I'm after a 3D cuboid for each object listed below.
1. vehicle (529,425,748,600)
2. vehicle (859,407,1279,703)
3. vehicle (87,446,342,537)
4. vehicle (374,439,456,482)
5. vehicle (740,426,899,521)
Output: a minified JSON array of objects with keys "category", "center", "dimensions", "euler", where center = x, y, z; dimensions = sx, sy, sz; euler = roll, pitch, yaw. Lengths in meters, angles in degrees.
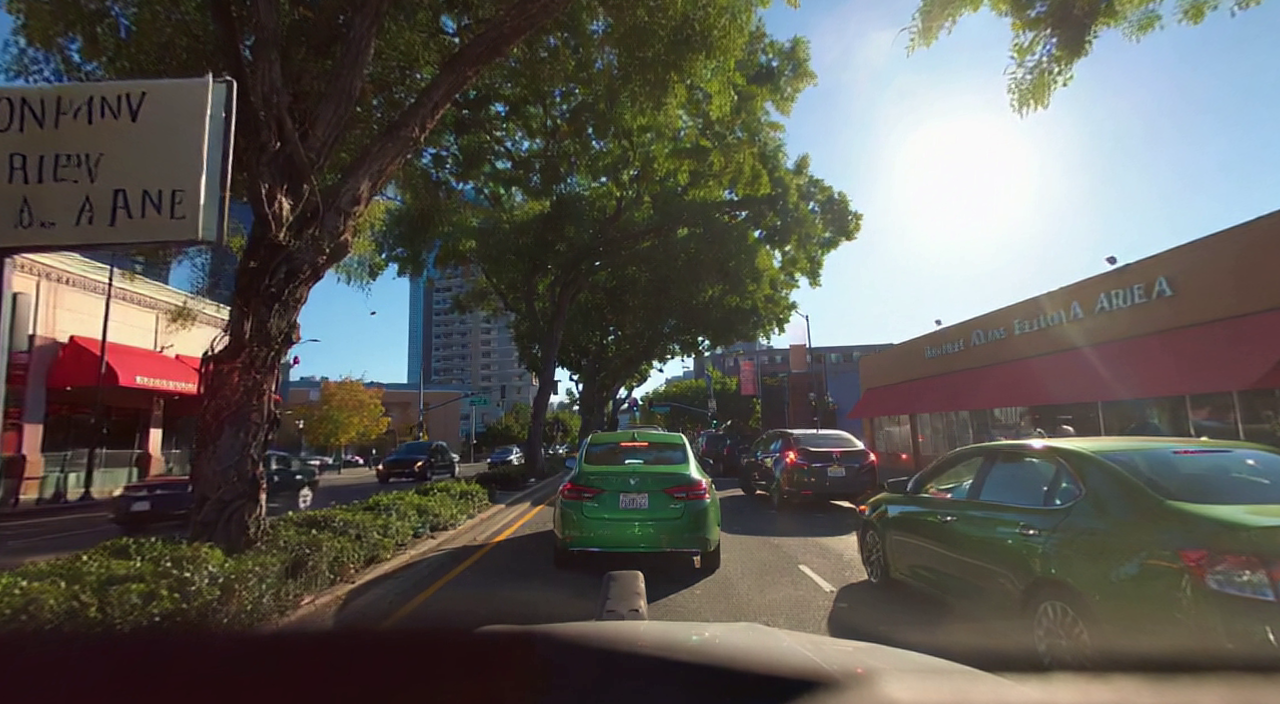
[{"category":"vehicle","center":[-0.022,1.655,7.301],"dimensions":[1.887,1.487,3.535],"euler":[0,-9,0]},{"category":"vehicle","center":[3.302,1.257,4.483],"dimensions":[1.988,1.480,4.195],"euler":[0,-9,0]},{"category":"vehicle","center":[-8.020,2.623,12.555],"dimensions":[2.169,1.477,4.168],"euler":[0,-9,0]},{"category":"vehicle","center":[-10.266,4.968,29.262],"dimensions":[2.060,1.792,5.170],"euler":[0,-9,-2]},{"category":"vehicle","center":[3.531,2.484,13.417],"dimensions":[2.025,1.660,4.263],"euler":[0,-9,-1]}]
